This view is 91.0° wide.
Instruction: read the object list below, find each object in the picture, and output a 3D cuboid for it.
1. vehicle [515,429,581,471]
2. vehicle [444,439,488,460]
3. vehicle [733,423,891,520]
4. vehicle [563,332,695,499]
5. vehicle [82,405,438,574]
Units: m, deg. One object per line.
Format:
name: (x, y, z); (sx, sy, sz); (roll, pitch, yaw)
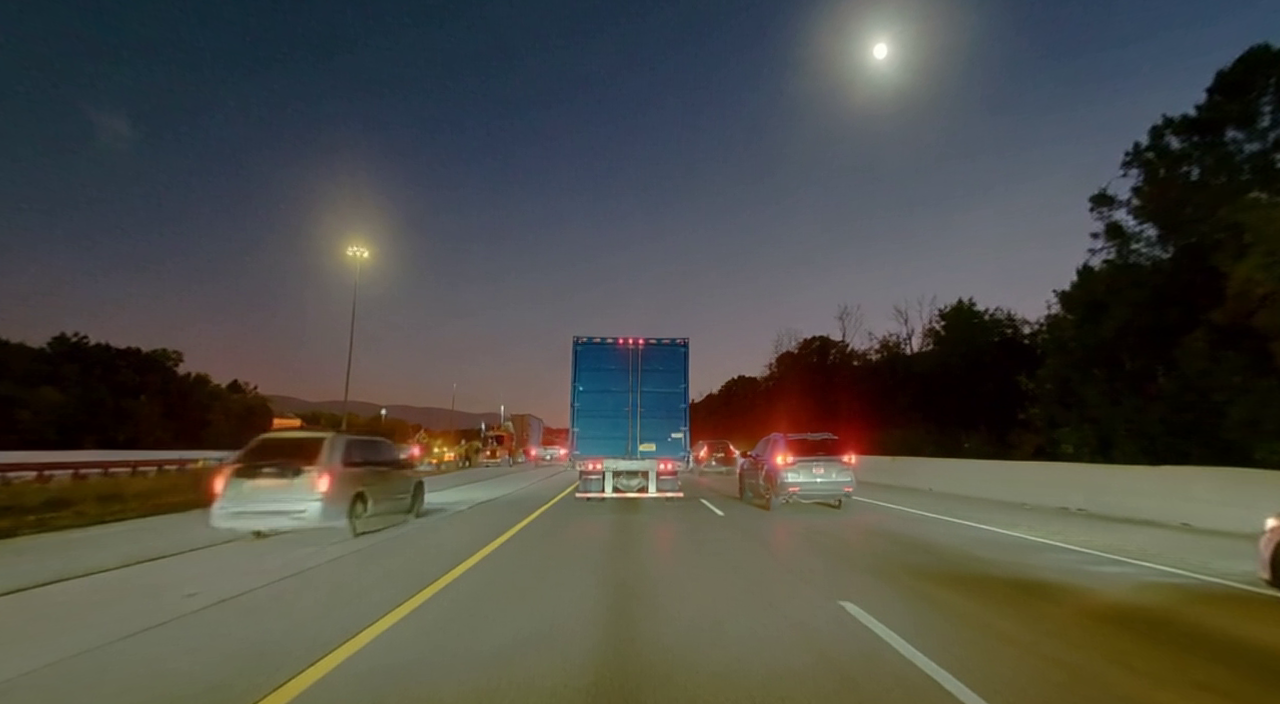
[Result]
vehicle: (-4.595, 5.068, 32.624); (2.421, 1.965, 5.980); (0, -9, 1)
vehicle: (-13.046, 7.366, 47.478); (1.887, 1.511, 4.152); (0, -9, 4)
vehicle: (3.384, 2.461, 13.401); (2.103, 1.713, 4.173); (1, -9, -1)
vehicle: (-0.362, 2.245, 20.005); (3.067, 3.940, 10.154); (1, -9, -1)
vehicle: (-4.738, 1.783, 8.934); (2.095, 1.736, 4.529); (0, -9, 2)
